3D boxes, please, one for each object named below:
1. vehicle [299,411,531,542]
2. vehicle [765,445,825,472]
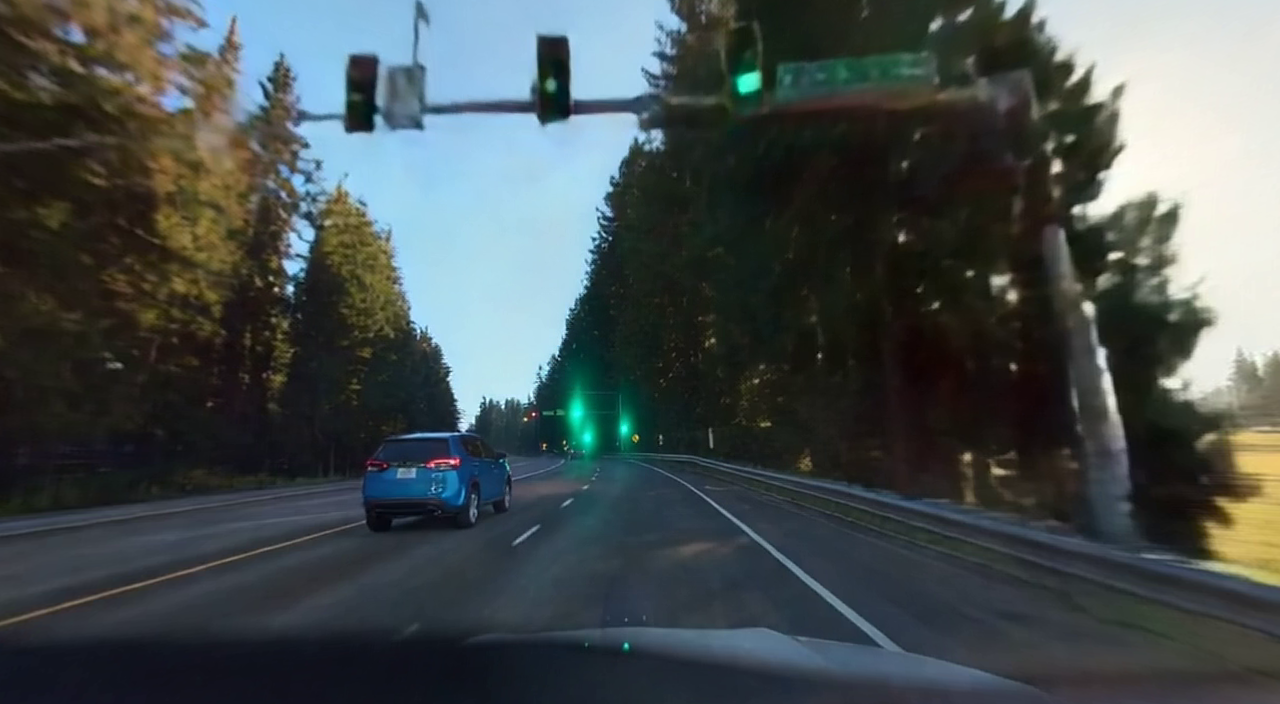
[{"bbox_3d":[-3.667,2.156,11.597,2.336,1.857,4.986,0,-8,1],"label":"vehicle"},{"bbox_3d":[8.918,6.184,36.529,1.606,1.438,3.446,2,-10,-23],"label":"vehicle"}]
